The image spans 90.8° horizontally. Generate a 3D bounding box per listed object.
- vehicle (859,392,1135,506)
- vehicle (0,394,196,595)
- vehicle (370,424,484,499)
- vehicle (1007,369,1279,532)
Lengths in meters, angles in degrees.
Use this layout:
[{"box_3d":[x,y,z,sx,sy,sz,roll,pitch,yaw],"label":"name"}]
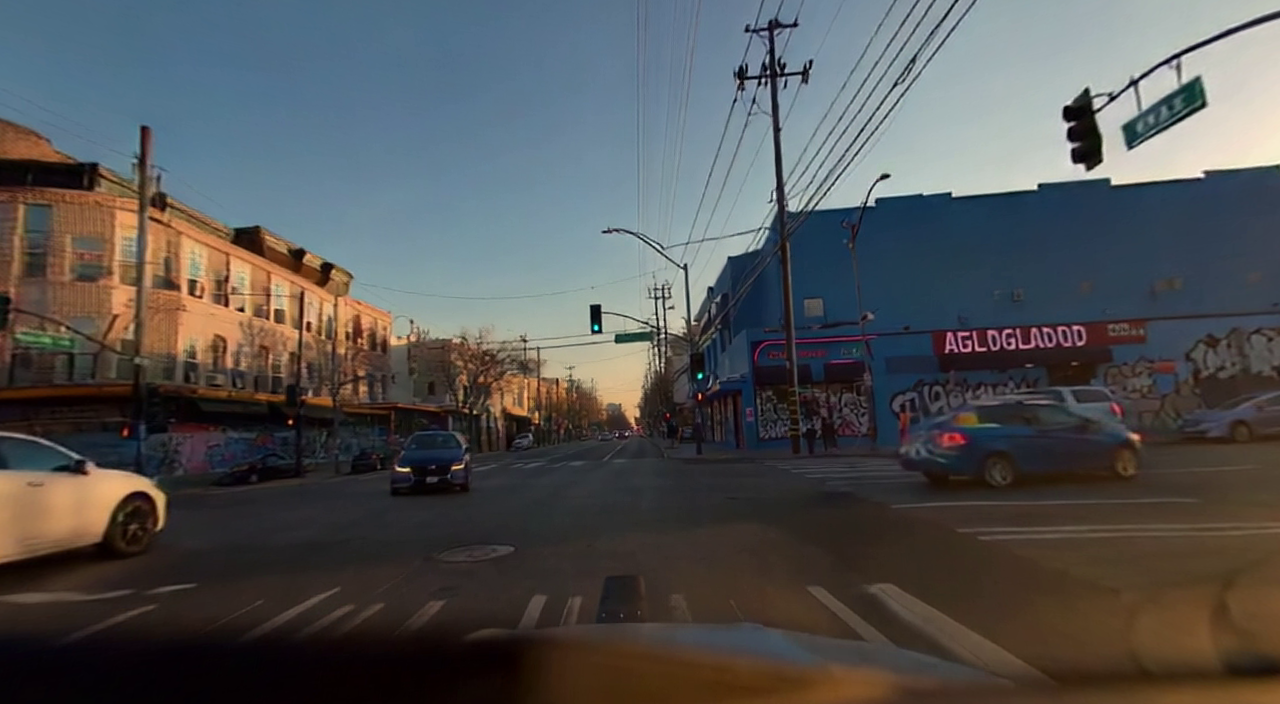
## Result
[{"box_3d":[6.086,1.524,10.731,4.260,1.497,2.059,1,-7,-29],"label":"vehicle"},{"box_3d":[-6.678,1.316,5.983,2.063,1.751,4.229,0,-8,-4],"label":"vehicle"},{"box_3d":[-5.154,2.480,14.895,2.097,1.457,4.439,3,-8,-24],"label":"vehicle"},{"box_3d":[7.513,1.177,7.908,4.714,1.686,1.973,1,-8,-8],"label":"vehicle"}]
